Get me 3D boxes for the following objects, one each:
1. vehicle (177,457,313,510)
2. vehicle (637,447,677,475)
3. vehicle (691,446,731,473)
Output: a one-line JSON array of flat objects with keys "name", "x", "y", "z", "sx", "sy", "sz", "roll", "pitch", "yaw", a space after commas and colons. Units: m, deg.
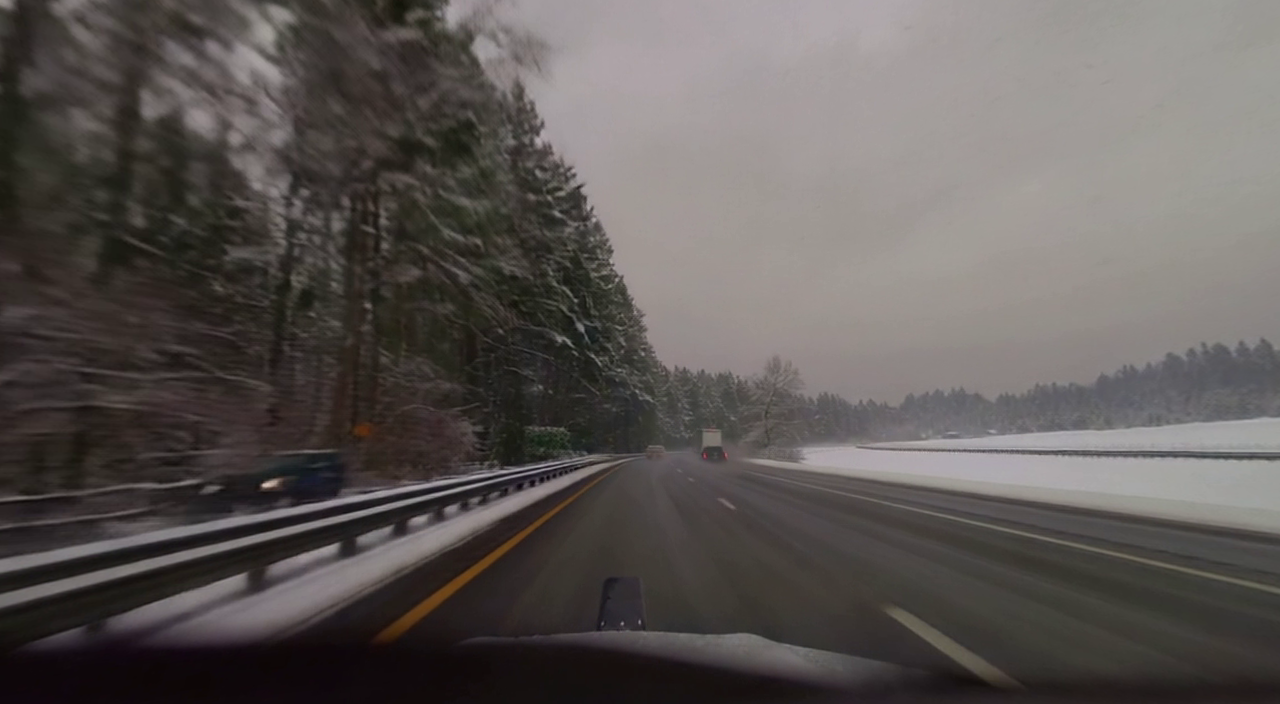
[{"name": "vehicle", "x": -12.699, "y": 4.214, "z": 20.608, "sx": 1.834, "sy": 1.494, "sz": 3.993, "roll": 0, "pitch": -9, "yaw": 0}, {"name": "vehicle", "x": 0.914, "y": 6.226, "z": 36.325, "sx": 2.162, "sy": 1.492, "sz": 3.975, "roll": 0, "pitch": -9, "yaw": -1}, {"name": "vehicle", "x": 4.222, "y": 6.471, "z": 38.036, "sx": 1.846, "sy": 1.485, "sz": 3.679, "roll": 0, "pitch": -9, "yaw": -2}]
